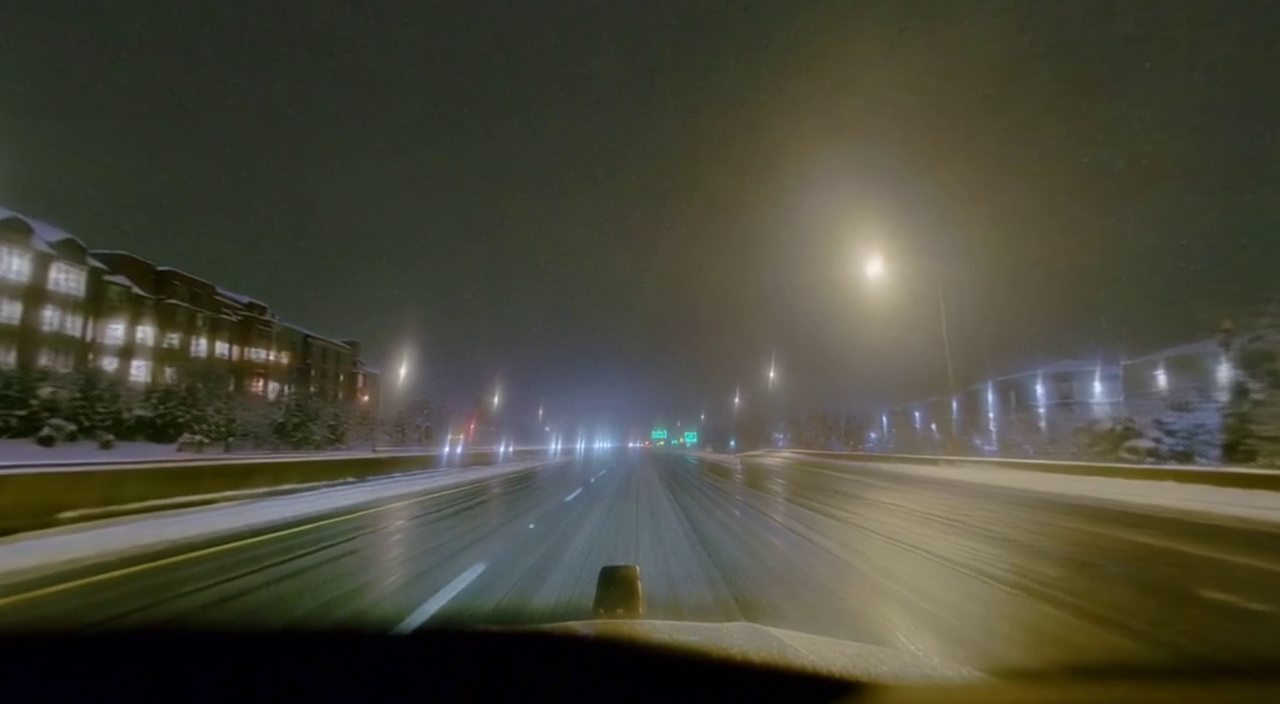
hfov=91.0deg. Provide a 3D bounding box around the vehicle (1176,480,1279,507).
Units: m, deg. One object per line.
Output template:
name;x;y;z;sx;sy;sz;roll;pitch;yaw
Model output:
vehicle;38.647;9.309;41.465;4.606;1.507;1.906;-1;-9;11
